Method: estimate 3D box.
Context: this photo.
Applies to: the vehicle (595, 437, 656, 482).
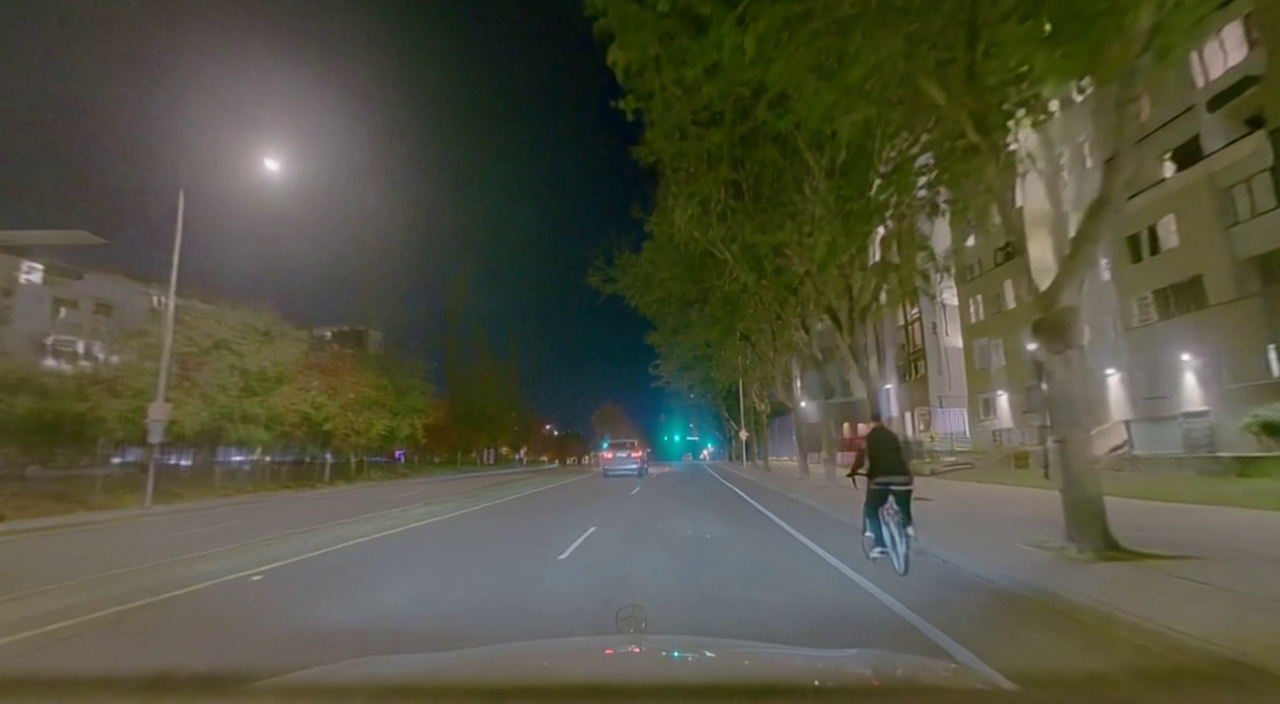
[{"bbox_3d":[-0.552,4.891,28.874,2.294,1.859,5.127,-1,-9,5],"label":"vehicle"}]
